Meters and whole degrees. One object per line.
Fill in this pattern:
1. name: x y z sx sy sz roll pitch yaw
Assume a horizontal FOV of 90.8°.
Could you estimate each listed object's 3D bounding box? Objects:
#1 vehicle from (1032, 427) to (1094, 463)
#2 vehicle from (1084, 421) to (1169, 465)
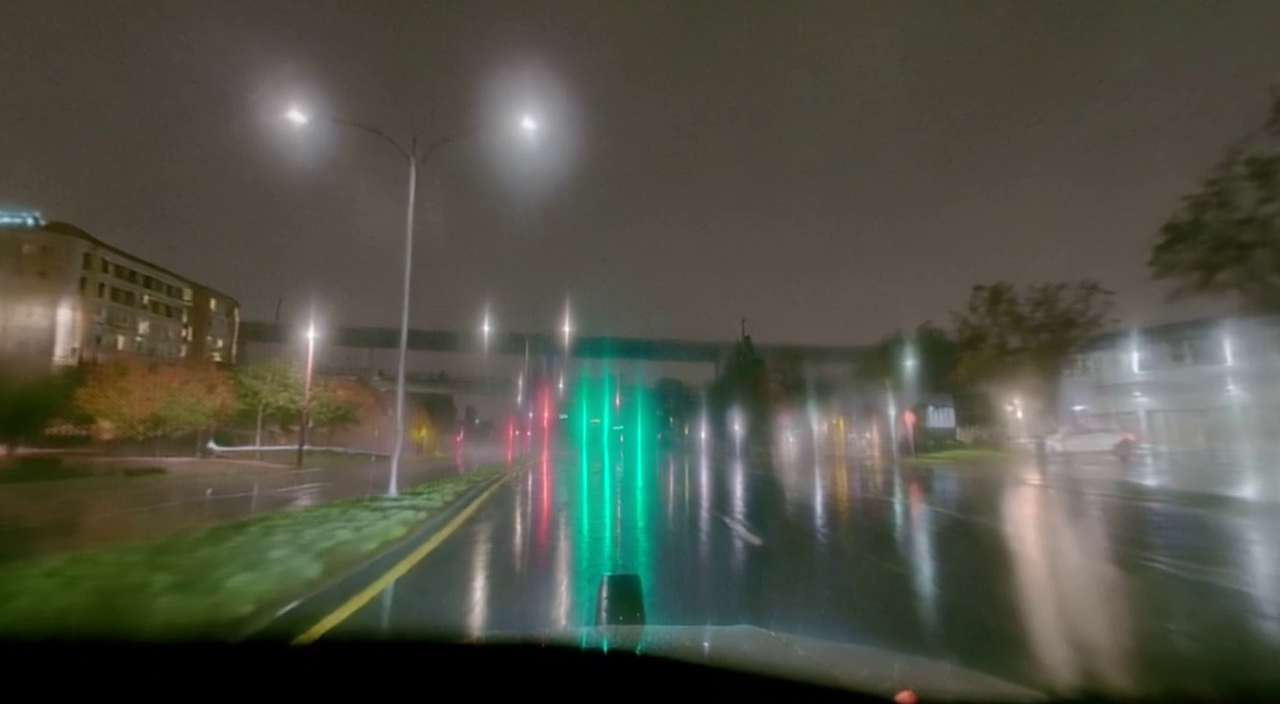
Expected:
1. vehicle: 22.120 4.884 33.197 1.969 1.732 4.610 -3 -9 25
2. vehicle: 24.086 4.537 31.532 2.177 1.983 5.217 -3 -9 25
